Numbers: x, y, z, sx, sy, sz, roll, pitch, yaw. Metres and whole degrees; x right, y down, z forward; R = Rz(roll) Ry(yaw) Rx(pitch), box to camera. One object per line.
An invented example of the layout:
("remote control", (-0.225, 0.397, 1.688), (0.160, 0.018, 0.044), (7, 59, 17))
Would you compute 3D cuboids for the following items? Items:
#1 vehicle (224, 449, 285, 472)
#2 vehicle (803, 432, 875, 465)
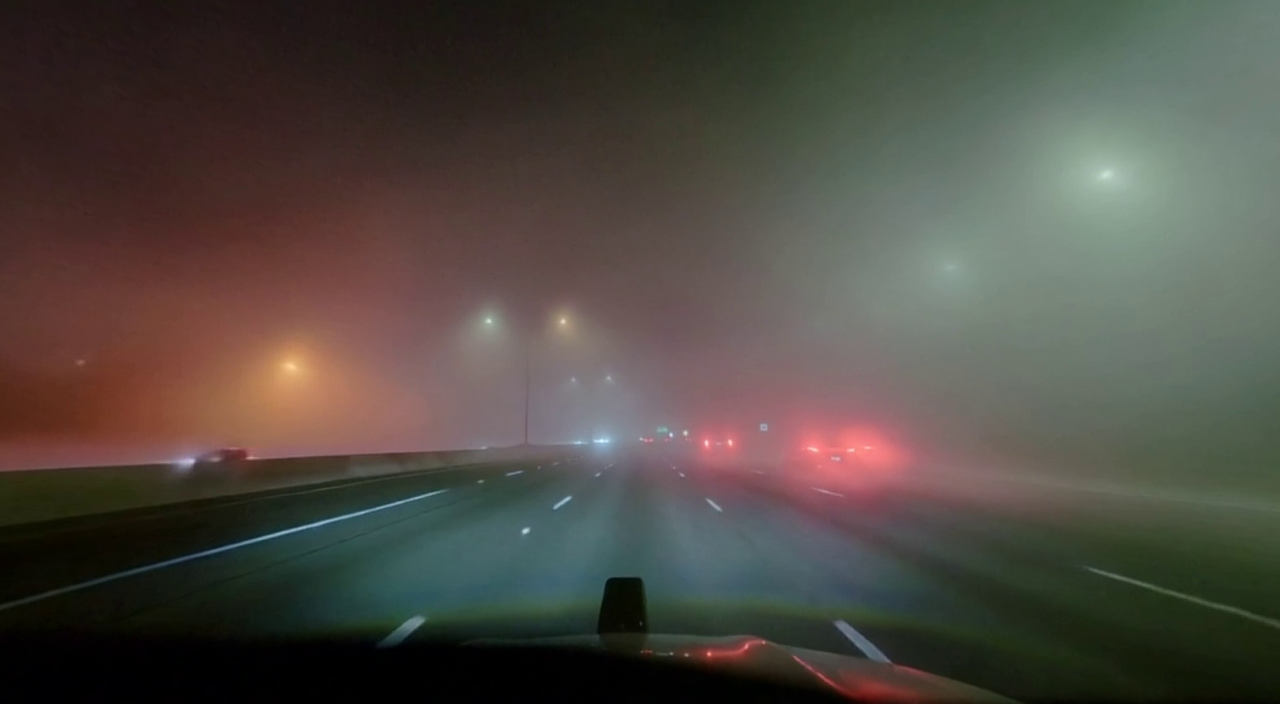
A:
("vehicle", (-27.344, 7.669, 44.901), (1.860, 1.504, 3.903), (0, -8, 0))
("vehicle", (9.859, 4.831, 31.638), (2.000, 1.514, 4.585), (0, -8, -1))
